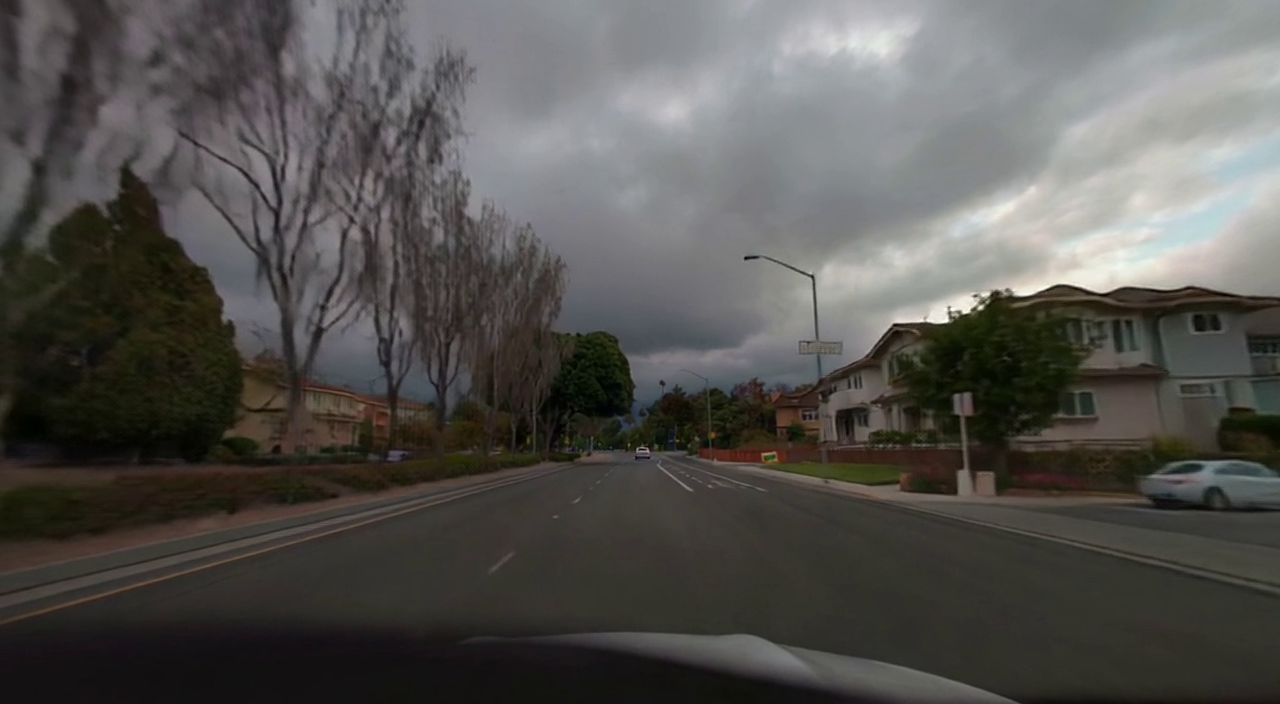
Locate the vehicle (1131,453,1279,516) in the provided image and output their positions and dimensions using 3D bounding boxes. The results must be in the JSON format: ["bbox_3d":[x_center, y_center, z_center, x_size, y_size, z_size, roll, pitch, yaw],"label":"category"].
[{"bbox_3d":[16.021,3.369,16.337,4.913,1.470,2.045,0,-9,0],"label":"vehicle"}]
